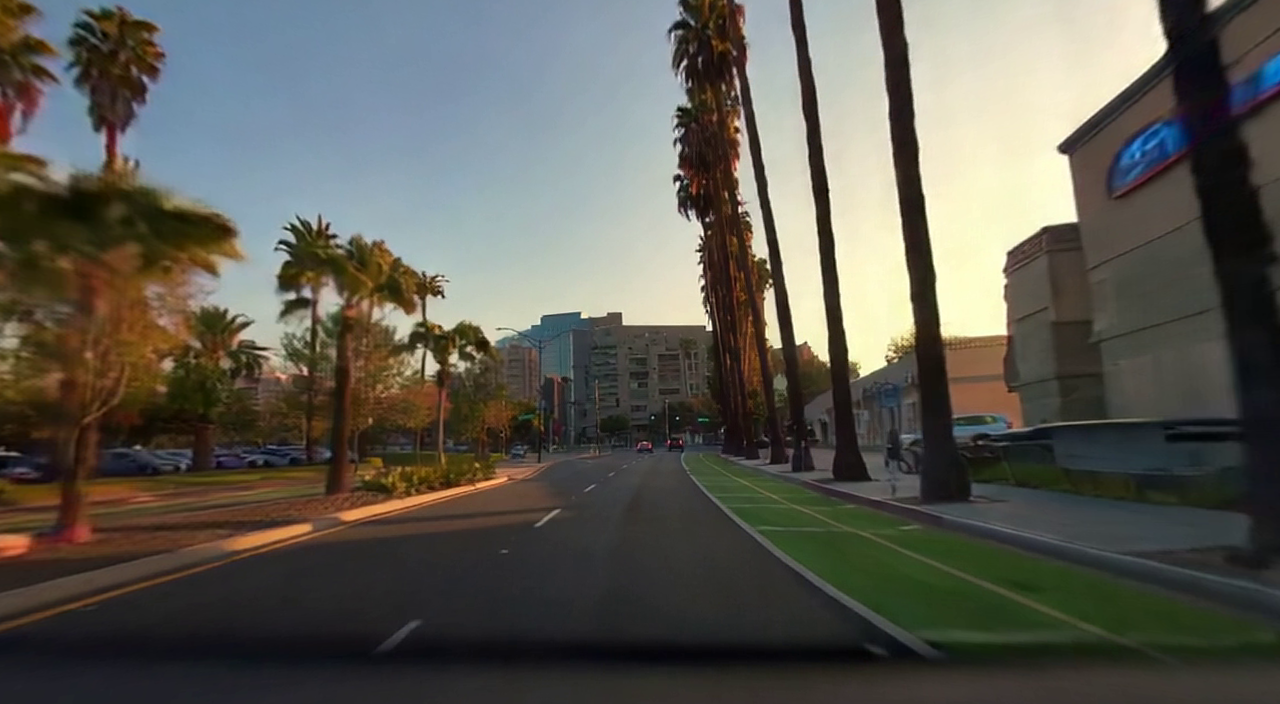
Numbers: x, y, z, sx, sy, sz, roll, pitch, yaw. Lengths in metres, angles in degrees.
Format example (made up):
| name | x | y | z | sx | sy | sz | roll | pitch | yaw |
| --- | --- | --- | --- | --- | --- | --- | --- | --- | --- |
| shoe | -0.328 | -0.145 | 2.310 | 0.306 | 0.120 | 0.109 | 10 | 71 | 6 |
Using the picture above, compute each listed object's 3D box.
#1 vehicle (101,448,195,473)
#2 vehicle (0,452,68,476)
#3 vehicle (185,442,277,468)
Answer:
| name | x | y | z | sx | sy | sz | roll | pitch | yaw |
| --- | --- | --- | --- | --- | --- | --- | --- | --- | --- |
| vehicle | -29.961 | 6.578 | 38.487 | 4.479 | 1.465 | 1.772 | -1 | -8 | 8 |
| vehicle | -45.086 | 8.265 | 46.772 | 1.632 | 1.453 | 3.707 | -6 | -8 | 12 |
| vehicle | -29.964 | 7.556 | 46.354 | 5.174 | 1.778 | 2.292 | -1 | -8 | 3 |
